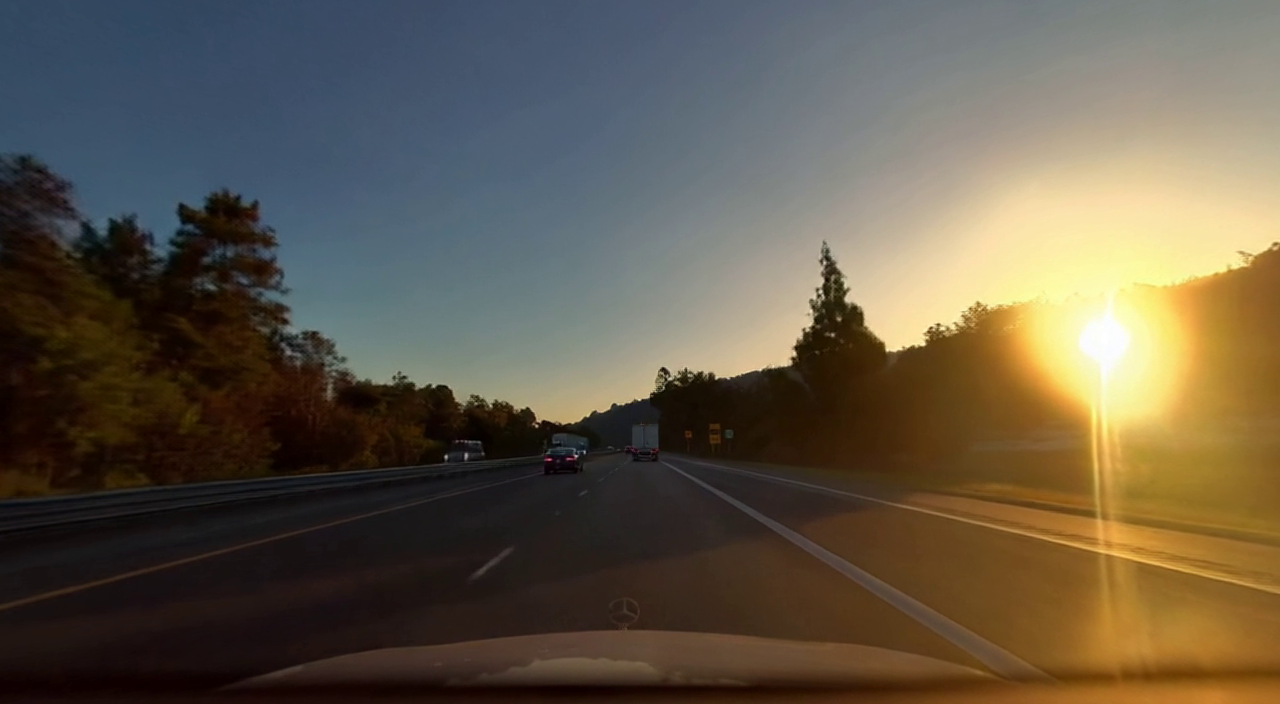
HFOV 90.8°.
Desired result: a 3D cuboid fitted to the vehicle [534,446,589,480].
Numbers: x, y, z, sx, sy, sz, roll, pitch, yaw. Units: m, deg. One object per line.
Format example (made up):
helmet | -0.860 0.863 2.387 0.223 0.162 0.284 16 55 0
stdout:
vehicle | -3.512 5.040 28.867 1.955 1.438 4.100 -1 -9 1
